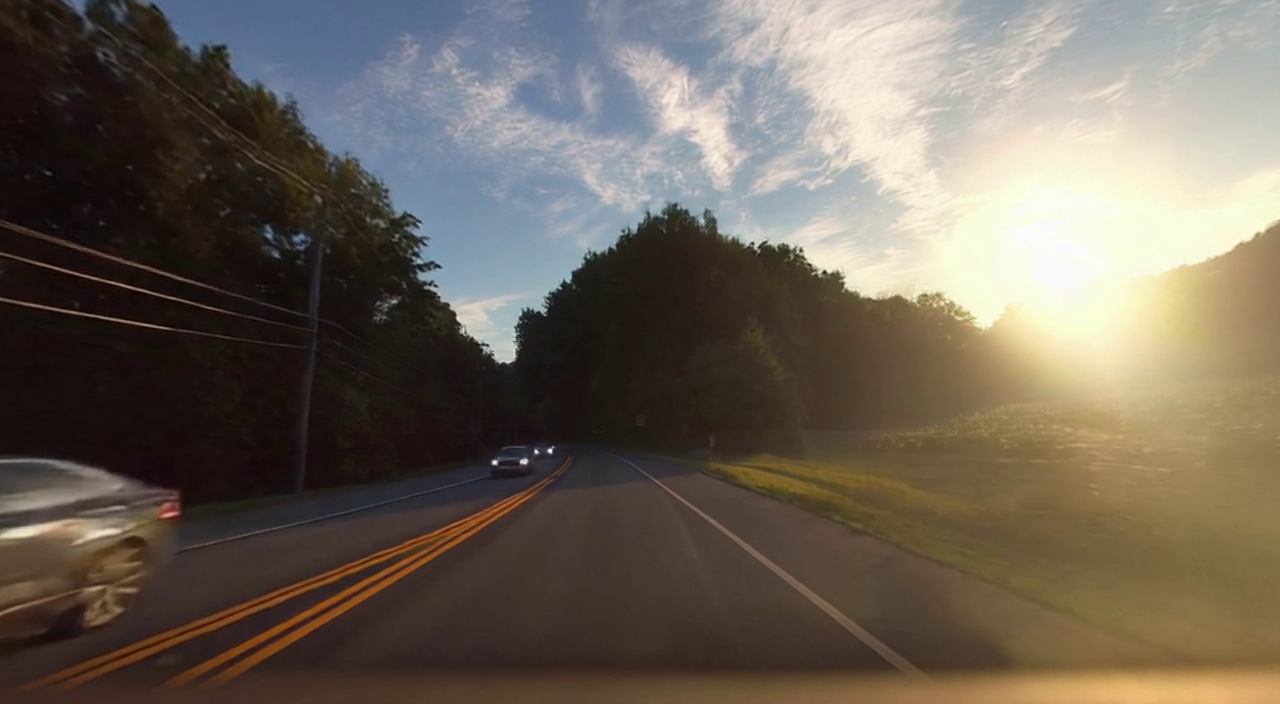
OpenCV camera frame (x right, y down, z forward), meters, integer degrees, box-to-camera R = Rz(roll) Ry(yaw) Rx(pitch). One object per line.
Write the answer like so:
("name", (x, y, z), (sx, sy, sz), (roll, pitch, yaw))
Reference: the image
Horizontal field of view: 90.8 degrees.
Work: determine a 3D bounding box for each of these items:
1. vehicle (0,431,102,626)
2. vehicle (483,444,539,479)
("vehicle", (-6.555, 1.294, 4.018), (2.099, 1.640, 4.555), (0, -9, 2))
("vehicle", (-5.998, 5.113, 29.914), (1.950, 1.522, 4.180), (0, -8, -3))
